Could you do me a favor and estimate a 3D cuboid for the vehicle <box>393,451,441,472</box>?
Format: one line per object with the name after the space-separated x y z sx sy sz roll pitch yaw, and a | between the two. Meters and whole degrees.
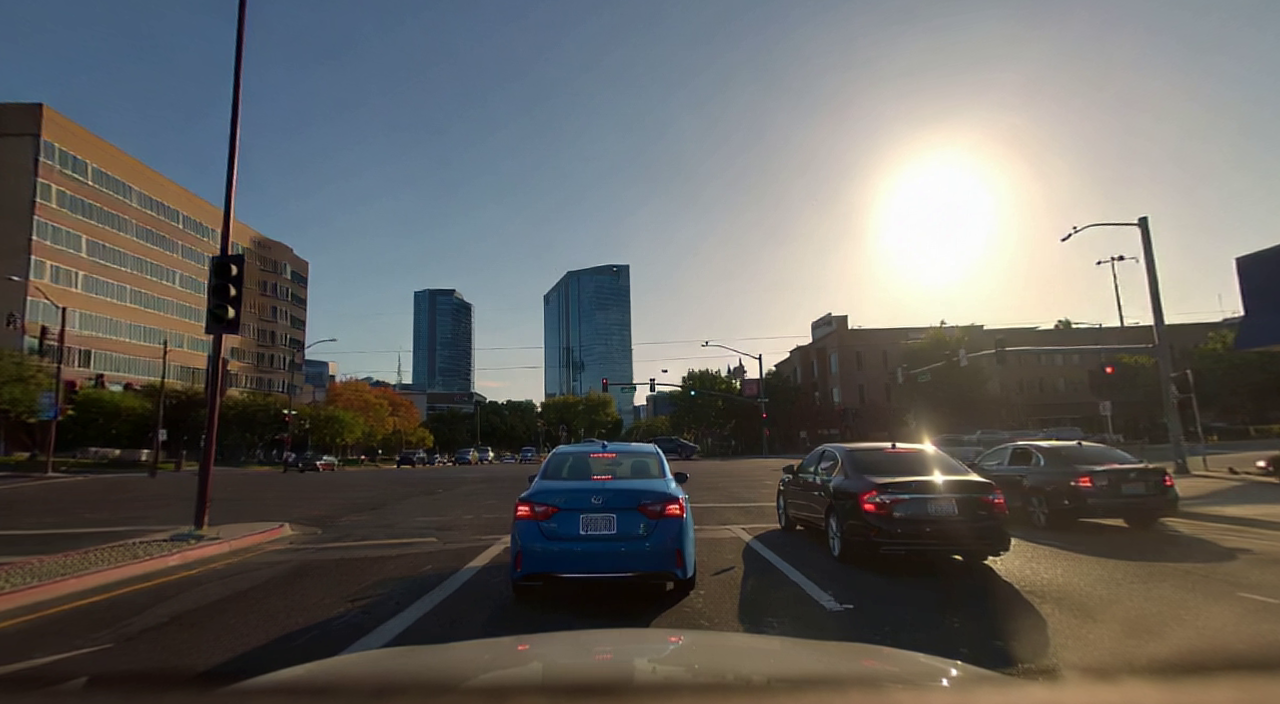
-17.141 8.394 48.681 2.048 1.463 4.530 0 -8 -1 | vehicle

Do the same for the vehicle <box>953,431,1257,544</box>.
7.444 2.165 10.787 1.908 1.517 4.182 0 -8 -1 | vehicle

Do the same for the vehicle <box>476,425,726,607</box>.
-0.369 1.653 7.288 2.059 1.477 3.988 0 -8 -1 | vehicle

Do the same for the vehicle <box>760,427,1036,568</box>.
3.214 1.888 8.970 2.042 1.508 4.109 0 -8 -2 | vehicle
